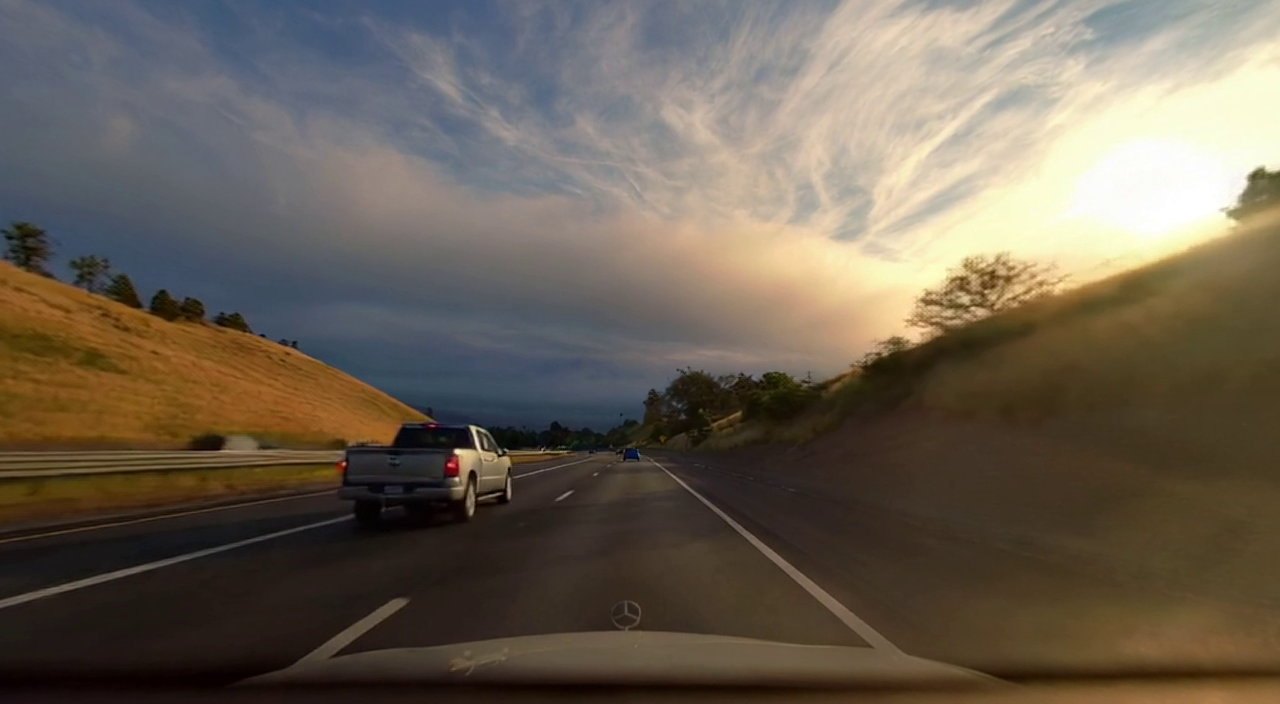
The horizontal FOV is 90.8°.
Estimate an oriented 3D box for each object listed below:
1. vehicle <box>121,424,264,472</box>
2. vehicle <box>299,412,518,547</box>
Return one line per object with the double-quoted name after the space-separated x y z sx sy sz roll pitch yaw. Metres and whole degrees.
-15.636 3.415 22.418 1.756 1.488 4.446 0 -9 1 "vehicle"
-3.633 2.122 11.113 1.942 1.828 4.868 0 -9 1 "vehicle"
